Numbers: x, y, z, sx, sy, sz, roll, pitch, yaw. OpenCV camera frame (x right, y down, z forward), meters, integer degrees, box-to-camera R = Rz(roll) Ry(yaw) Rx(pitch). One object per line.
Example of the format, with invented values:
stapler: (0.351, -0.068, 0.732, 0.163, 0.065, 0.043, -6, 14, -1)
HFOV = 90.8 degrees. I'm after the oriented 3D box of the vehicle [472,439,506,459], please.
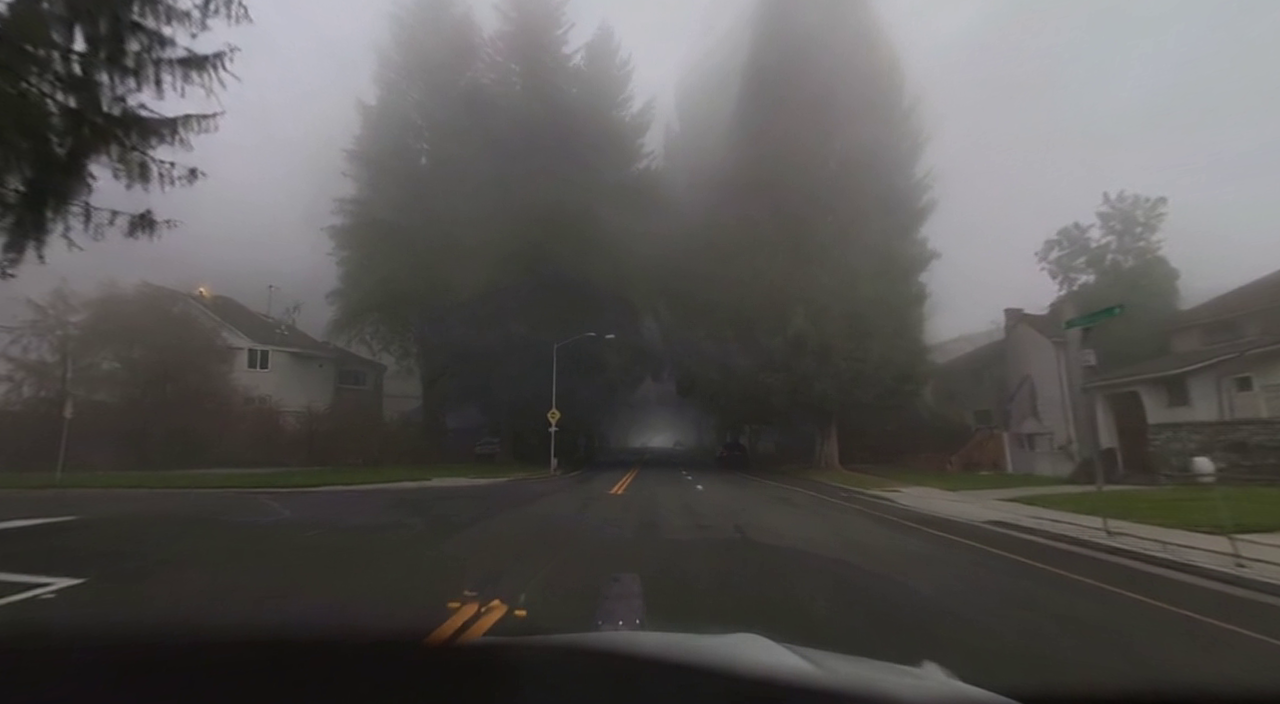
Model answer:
vehicle: (-11.422, 7.357, 47.939, 1.821, 1.507, 3.621, 0, -9, -3)
